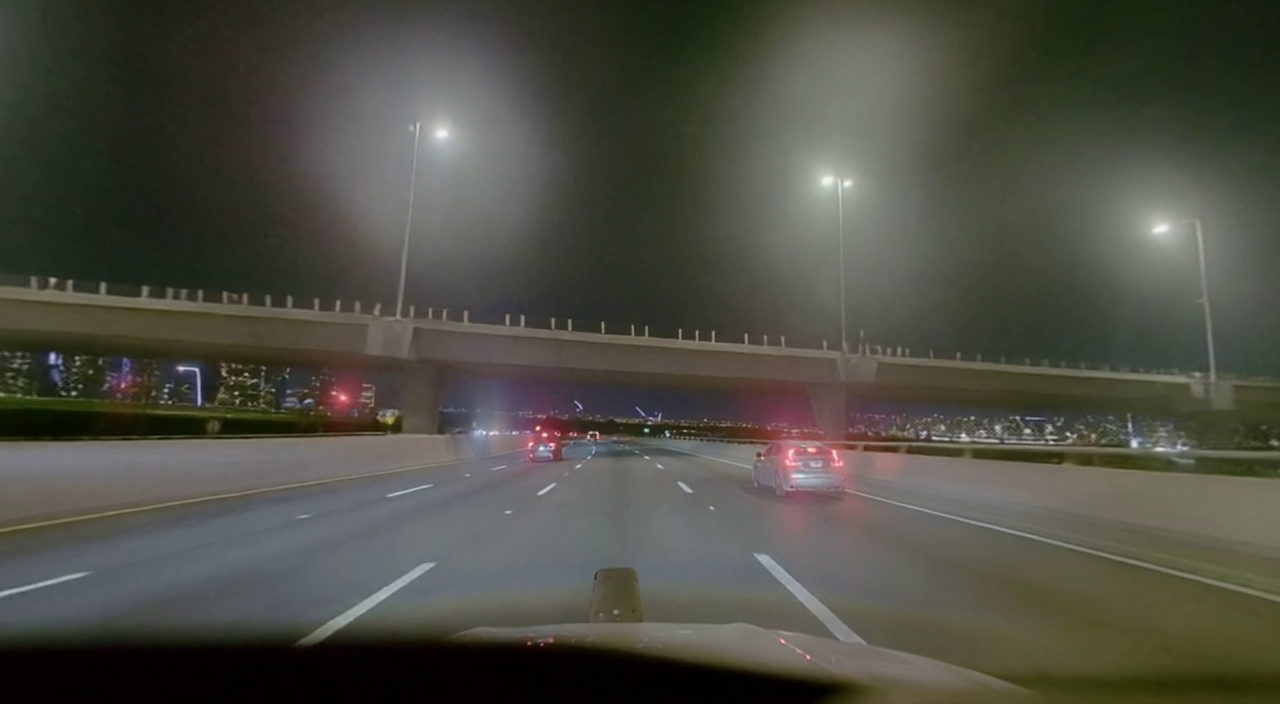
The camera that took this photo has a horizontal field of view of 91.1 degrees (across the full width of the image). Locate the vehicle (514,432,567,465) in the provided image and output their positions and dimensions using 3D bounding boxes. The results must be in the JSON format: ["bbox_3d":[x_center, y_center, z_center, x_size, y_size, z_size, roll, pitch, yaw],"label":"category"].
[{"bbox_3d":[-5.146,5.030,33.049,2.123,1.601,4.887,0,-8,-2],"label":"vehicle"}]
